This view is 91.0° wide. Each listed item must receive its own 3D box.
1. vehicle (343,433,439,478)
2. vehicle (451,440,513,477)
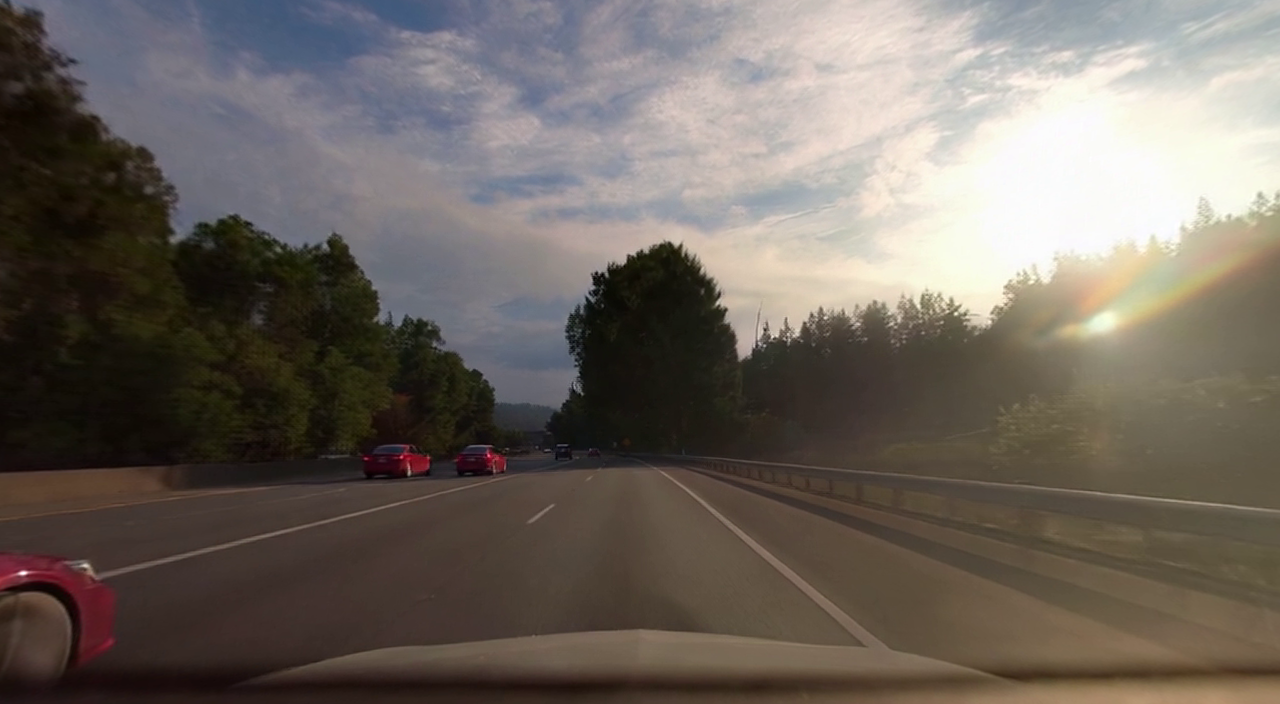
[{"bbox_3d":[-11.787,4.970,30.371,2.425,1.926,5.584,0,-9,-1],"label":"vehicle"},{"bbox_3d":[-7.750,5.265,31.324,2.060,1.680,4.255,0,-9,-1],"label":"vehicle"}]
